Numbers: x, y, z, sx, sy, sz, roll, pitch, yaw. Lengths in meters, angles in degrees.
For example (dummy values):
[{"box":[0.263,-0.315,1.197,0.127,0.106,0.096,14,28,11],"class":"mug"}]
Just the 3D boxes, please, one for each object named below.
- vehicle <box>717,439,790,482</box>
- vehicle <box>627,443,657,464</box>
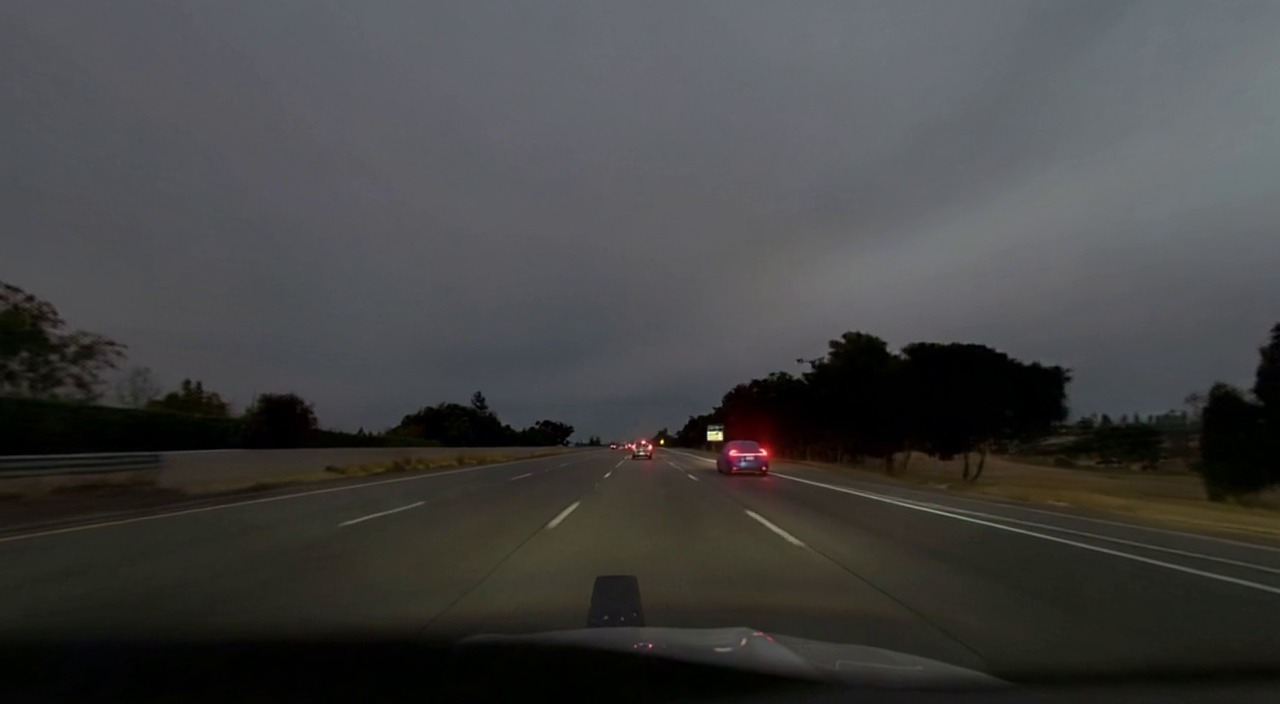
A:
[{"box":[4.410,4.283,25.061,2.008,1.524,4.598,0,-8,-1],"class":"vehicle"},{"box":[0.119,7.390,45.716,2.052,1.449,3.857,0,-8,0],"class":"vehicle"}]
